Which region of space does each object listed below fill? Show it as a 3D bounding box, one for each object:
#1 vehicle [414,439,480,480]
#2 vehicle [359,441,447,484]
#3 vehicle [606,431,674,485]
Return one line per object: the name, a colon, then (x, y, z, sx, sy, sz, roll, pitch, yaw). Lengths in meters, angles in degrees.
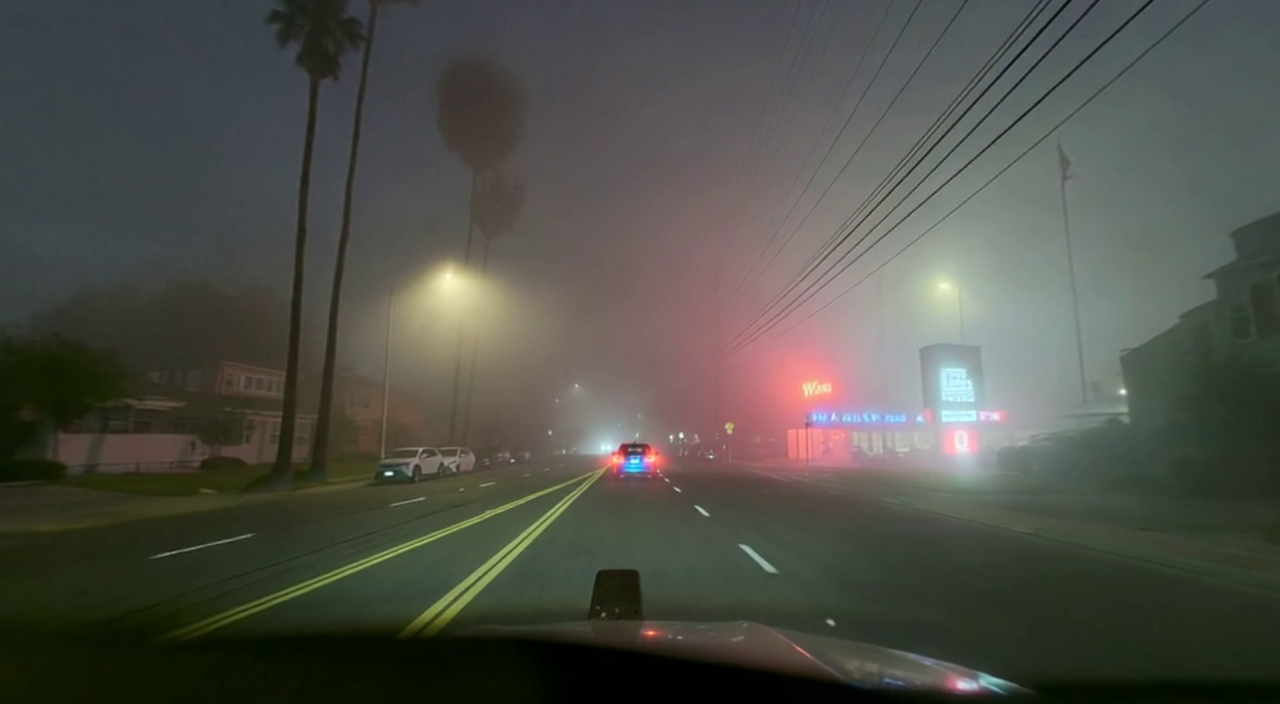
vehicle: (-10.176, 5.663, 33.587, 1.992, 1.744, 4.896, -1, -6, 0)
vehicle: (-10.194, 4.776, 27.536, 2.075, 1.693, 4.696, 0, -8, -1)
vehicle: (-0.041, 3.885, 23.359, 2.264, 1.798, 4.563, 0, -8, -1)
